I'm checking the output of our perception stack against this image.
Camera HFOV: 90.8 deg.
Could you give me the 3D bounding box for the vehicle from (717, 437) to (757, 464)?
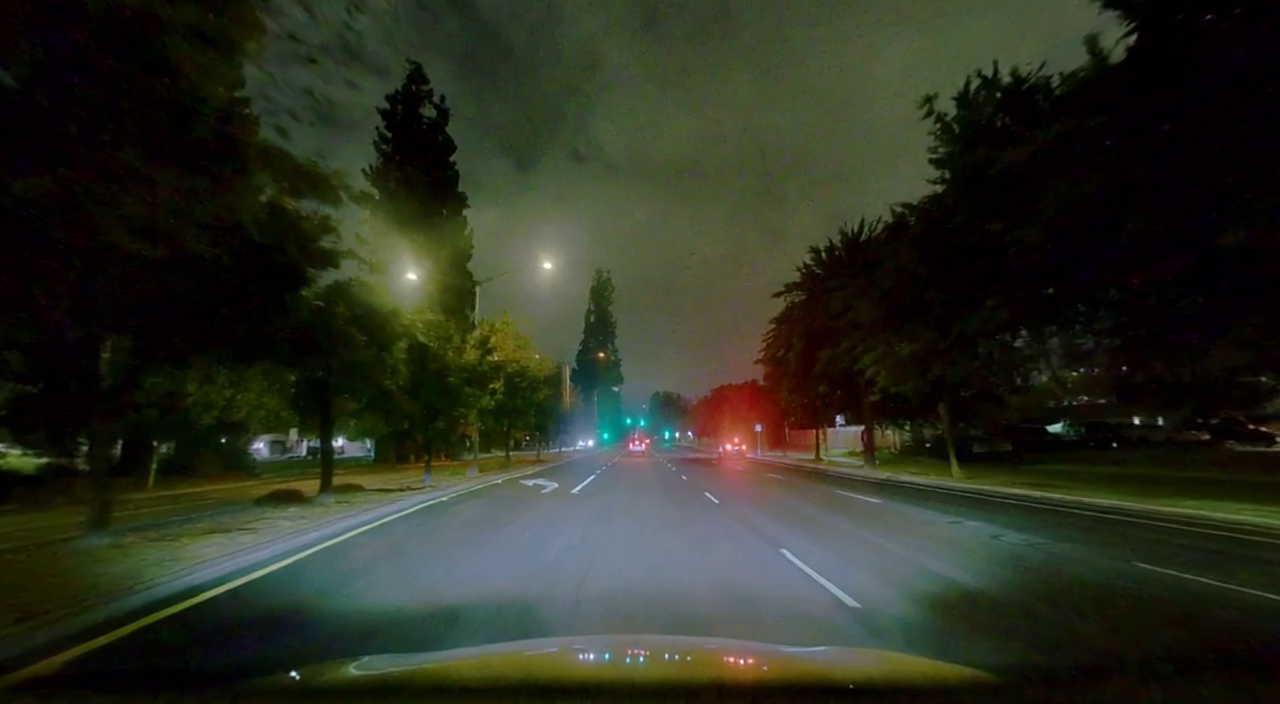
[{"bbox_3d":[6.607,6.741,43.351,2.011,1.710,4.357,0,-9,-1],"label":"vehicle"}]
